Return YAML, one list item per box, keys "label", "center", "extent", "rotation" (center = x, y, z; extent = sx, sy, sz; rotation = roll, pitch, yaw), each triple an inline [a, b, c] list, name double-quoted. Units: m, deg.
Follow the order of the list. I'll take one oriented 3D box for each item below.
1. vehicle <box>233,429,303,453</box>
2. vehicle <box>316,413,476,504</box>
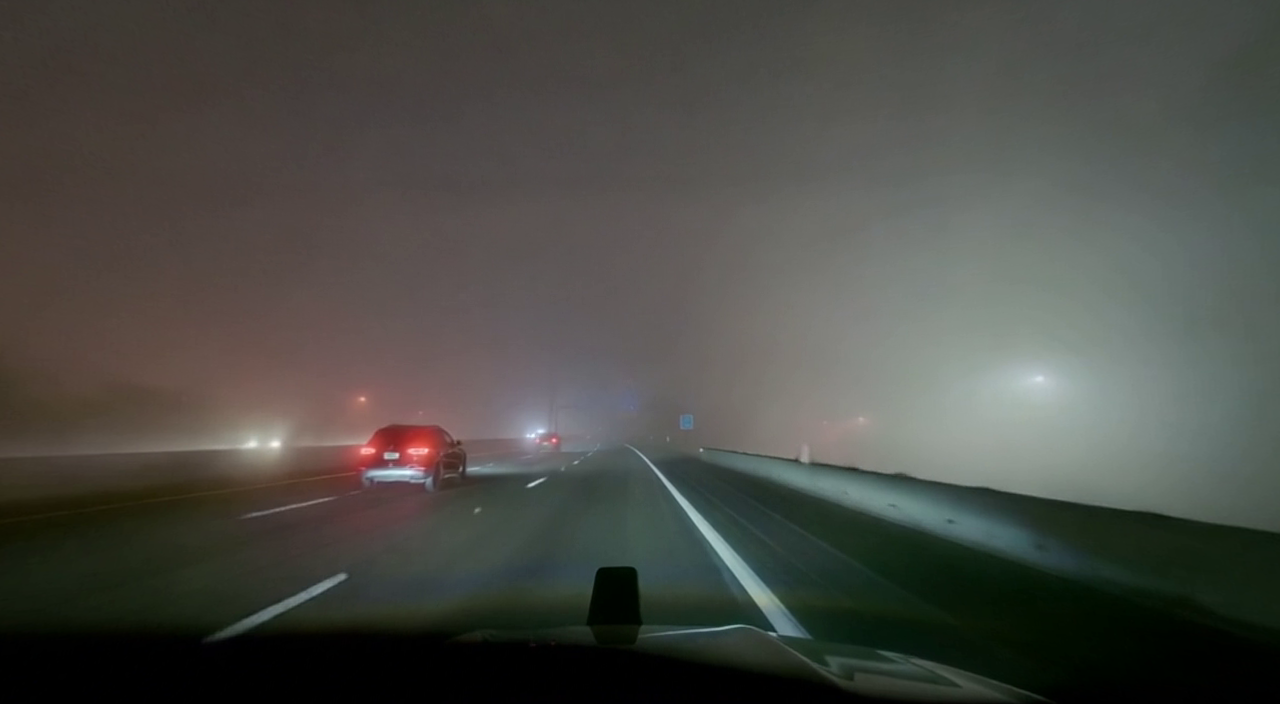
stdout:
- label: "vehicle"
  center: [-26.129, 6.277, 44.350]
  extent: [1.860, 1.550, 5.136]
  rotation: [0, -8, -1]
- label: "vehicle"
  center: [-5.228, 2.319, 14.172]
  extent: [2.007, 1.727, 4.040]
  rotation: [0, -8, -1]
